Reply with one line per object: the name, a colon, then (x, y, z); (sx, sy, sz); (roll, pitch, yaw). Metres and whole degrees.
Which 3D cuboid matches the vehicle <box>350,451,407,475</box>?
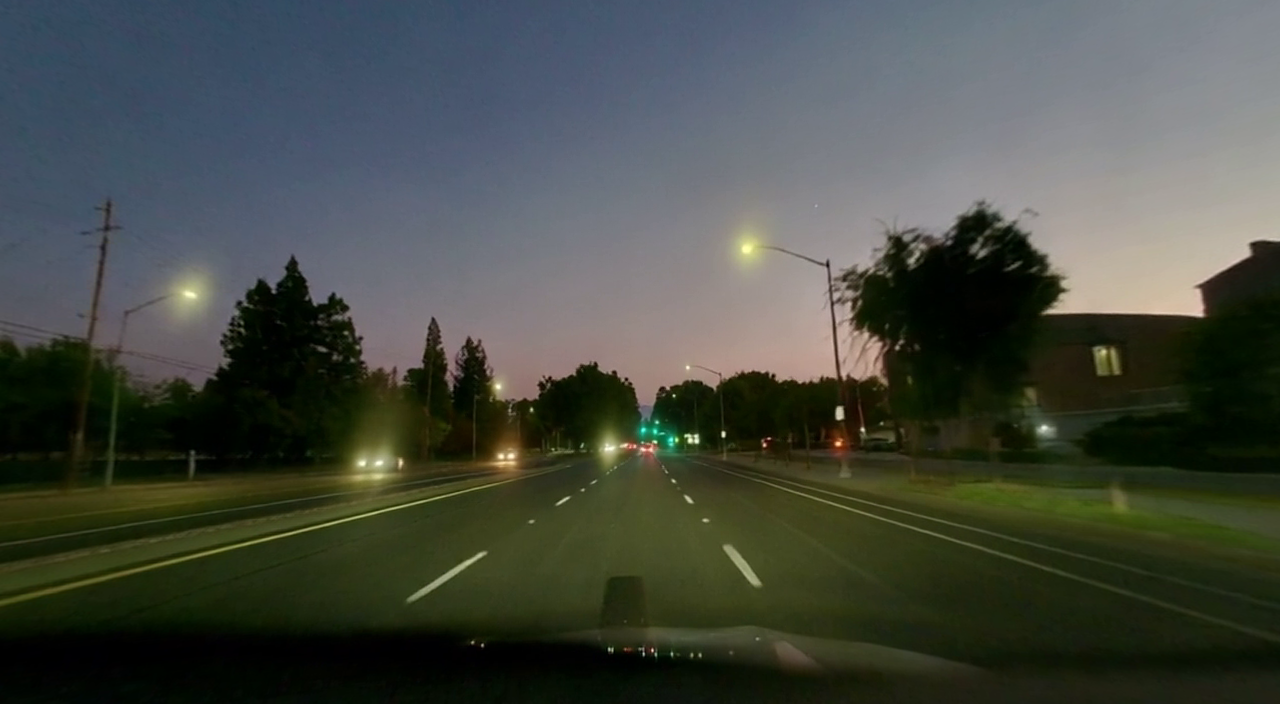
vehicle: (-19.880, 8.458, 48.192); (2.025, 1.643, 4.880); (-1, -8, 3)
